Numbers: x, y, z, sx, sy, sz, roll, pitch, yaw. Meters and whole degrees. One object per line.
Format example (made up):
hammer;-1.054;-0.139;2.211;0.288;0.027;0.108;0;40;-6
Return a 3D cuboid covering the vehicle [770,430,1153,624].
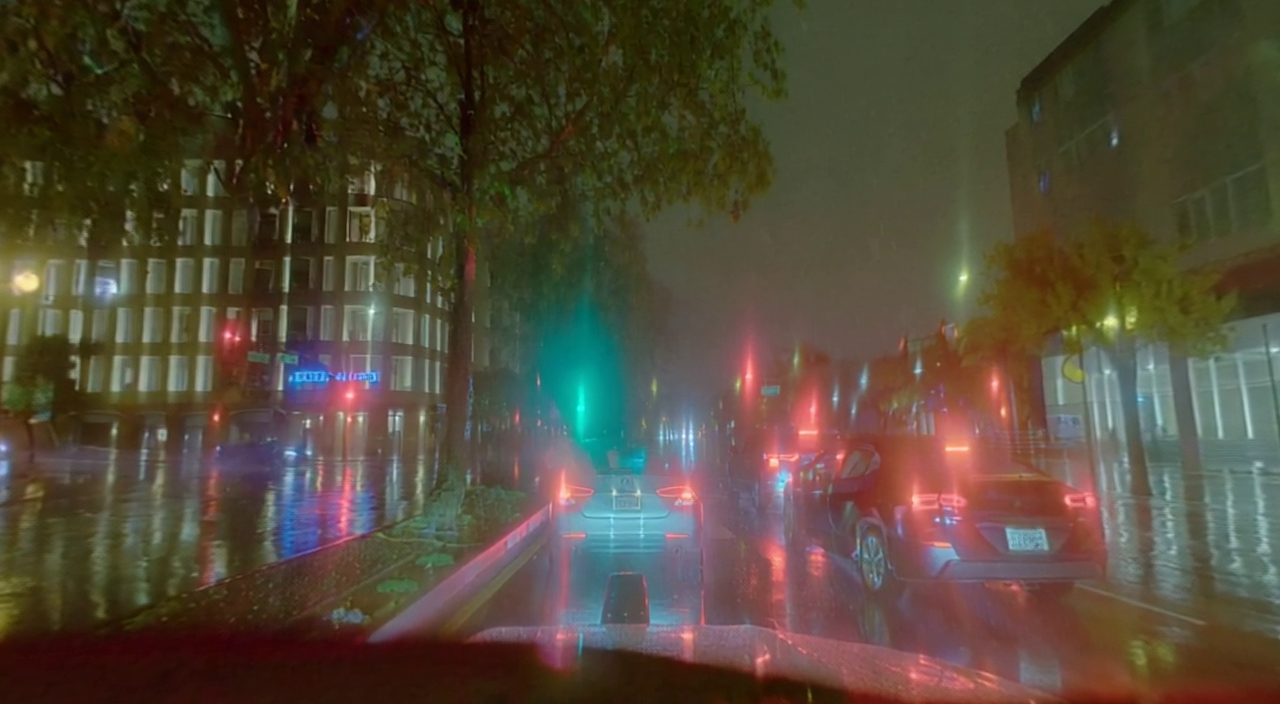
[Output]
vehicle;2.906;1.650;6.997;1.893;1.446;4.270;0;-8;-2

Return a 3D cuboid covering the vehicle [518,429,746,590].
vehicle;-0.091;1.758;7.933;2.087;1.456;4.143;0;-8;0
